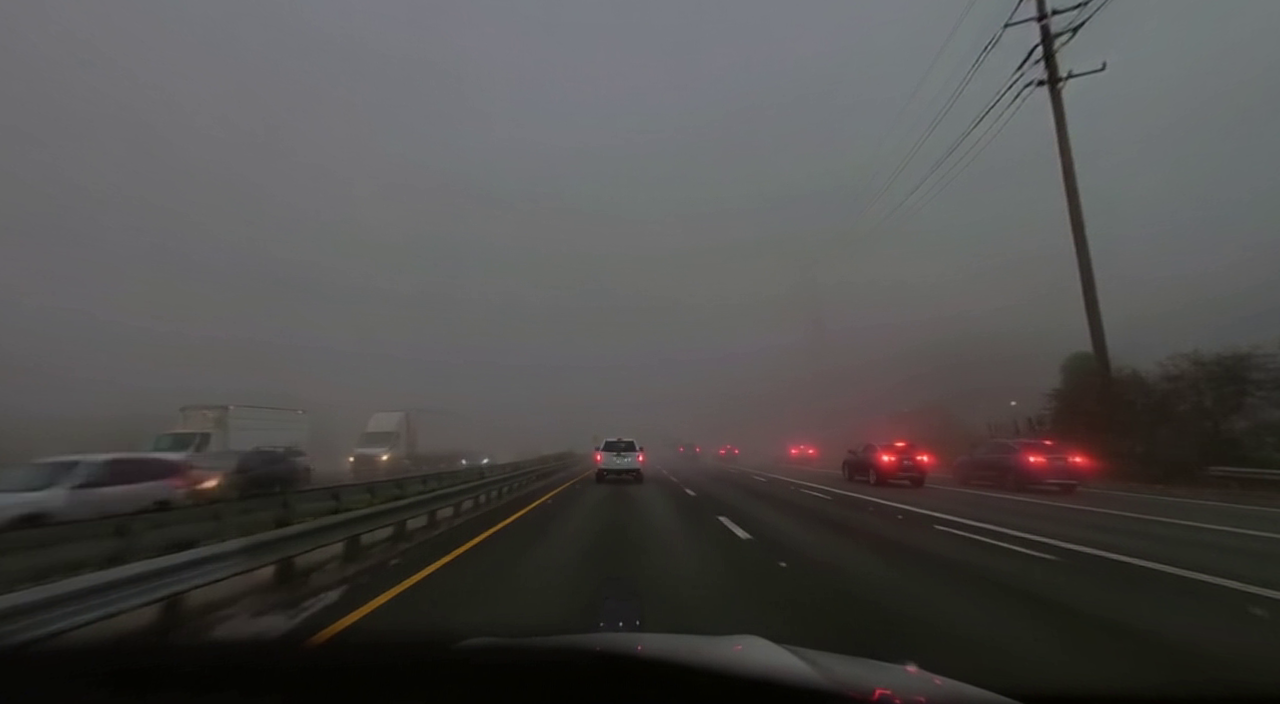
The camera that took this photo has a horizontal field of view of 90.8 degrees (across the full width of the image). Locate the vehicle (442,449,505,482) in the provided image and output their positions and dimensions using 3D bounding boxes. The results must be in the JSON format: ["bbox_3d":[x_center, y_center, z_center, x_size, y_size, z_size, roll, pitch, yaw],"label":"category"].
[{"bbox_3d":[-8.115,5.562,31.247,1.897,1.470,4.474,0,-8,0],"label":"vehicle"}]

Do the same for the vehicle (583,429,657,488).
[{"bbox_3d":[-0.640,3.663,21.979,2.298,1.809,4.359,0,-8,0],"label":"vehicle"}]

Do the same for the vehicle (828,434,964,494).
[{"bbox_3d":[6.952,3.074,17.747,1.958,1.473,4.201,0,-8,-1],"label":"vehicle"}]

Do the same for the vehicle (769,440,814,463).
[{"bbox_3d":[10.522,6.939,44.249,1.901,1.485,4.483,0,-8,-2],"label":"vehicle"}]

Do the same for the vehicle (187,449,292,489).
[{"bbox_3d":[-18.381,5.358,29.310,1.866,1.689,4.569,0,-8,-1],"label":"vehicle"}]

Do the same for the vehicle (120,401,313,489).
[{"bbox_3d":[-22.705,5.176,35.165,2.958,4.081,11.148,0,-8,0],"label":"vehicle"}]

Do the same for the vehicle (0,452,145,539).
[{"bbox_3d":[-12.154,2.680,12.048,1.872,1.465,4.455,0,-8,-1],"label":"vehicle"}]

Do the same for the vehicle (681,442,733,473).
[{"bbox_3d":[3.310,5.319,32.178,1.934,1.461,4.368,1,-8,-3],"label":"vehicle"}]

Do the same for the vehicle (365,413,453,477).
[{"bbox_3d":[-15.620,6.389,43.550,3.032,3.968,8.215,0,-8,-1],"label":"vehicle"}]

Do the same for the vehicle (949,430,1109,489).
[{"bbox_3d":[11.159,3.102,18.543,1.944,1.505,4.138,0,-8,-2],"label":"vehicle"}]
